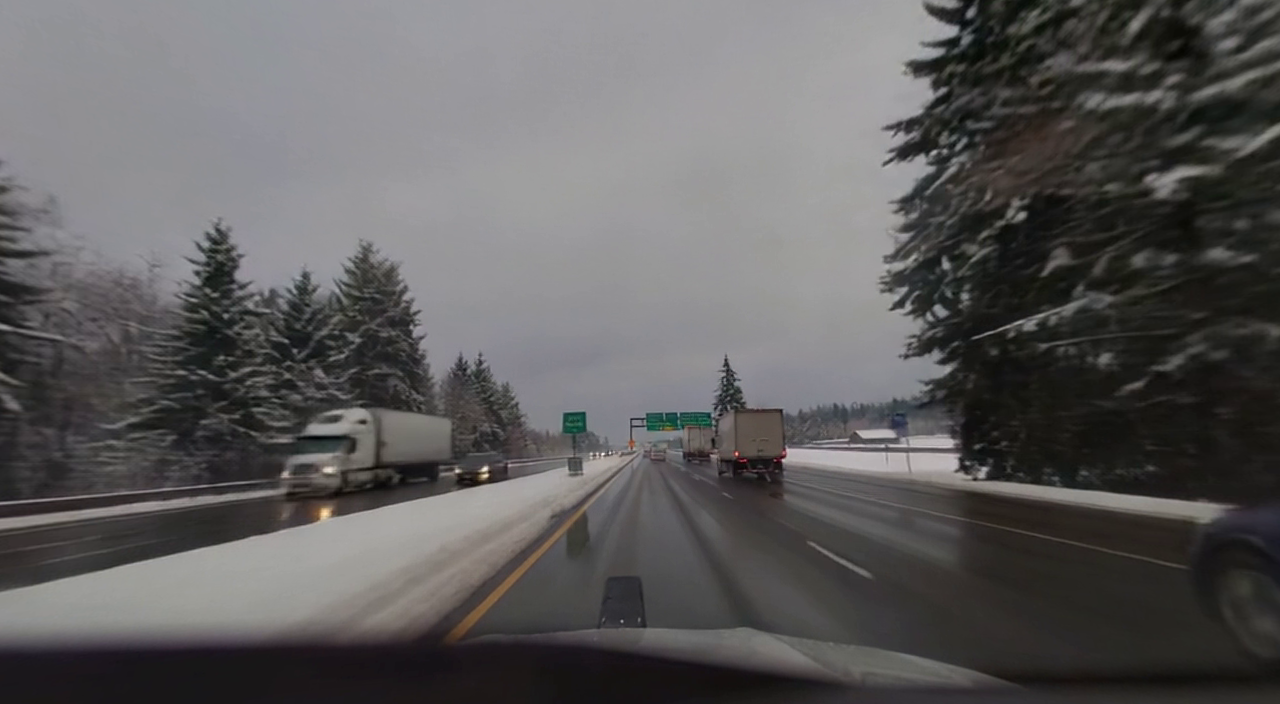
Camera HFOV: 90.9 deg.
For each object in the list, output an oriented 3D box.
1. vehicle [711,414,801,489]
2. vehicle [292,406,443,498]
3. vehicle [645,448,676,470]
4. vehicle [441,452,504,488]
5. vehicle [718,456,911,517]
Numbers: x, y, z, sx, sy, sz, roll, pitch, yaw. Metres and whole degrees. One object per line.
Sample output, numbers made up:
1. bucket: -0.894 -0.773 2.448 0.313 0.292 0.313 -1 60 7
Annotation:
1. vehicle: 4.680 4.162 26.605 2.569 2.783 5.984 0 -9 -1
2. vehicle: -12.259 4.646 29.571 2.938 3.612 8.757 0 -9 1
3. vehicle: 1.423 7.497 44.372 2.049 1.500 3.790 0 -9 1
4. vehicle: -8.173 5.784 31.133 1.893 1.495 4.489 -3 -9 0
5. vehicle: 4.663 4.042 20.454 2.472 1.036 13.239 -2 -9 -1
